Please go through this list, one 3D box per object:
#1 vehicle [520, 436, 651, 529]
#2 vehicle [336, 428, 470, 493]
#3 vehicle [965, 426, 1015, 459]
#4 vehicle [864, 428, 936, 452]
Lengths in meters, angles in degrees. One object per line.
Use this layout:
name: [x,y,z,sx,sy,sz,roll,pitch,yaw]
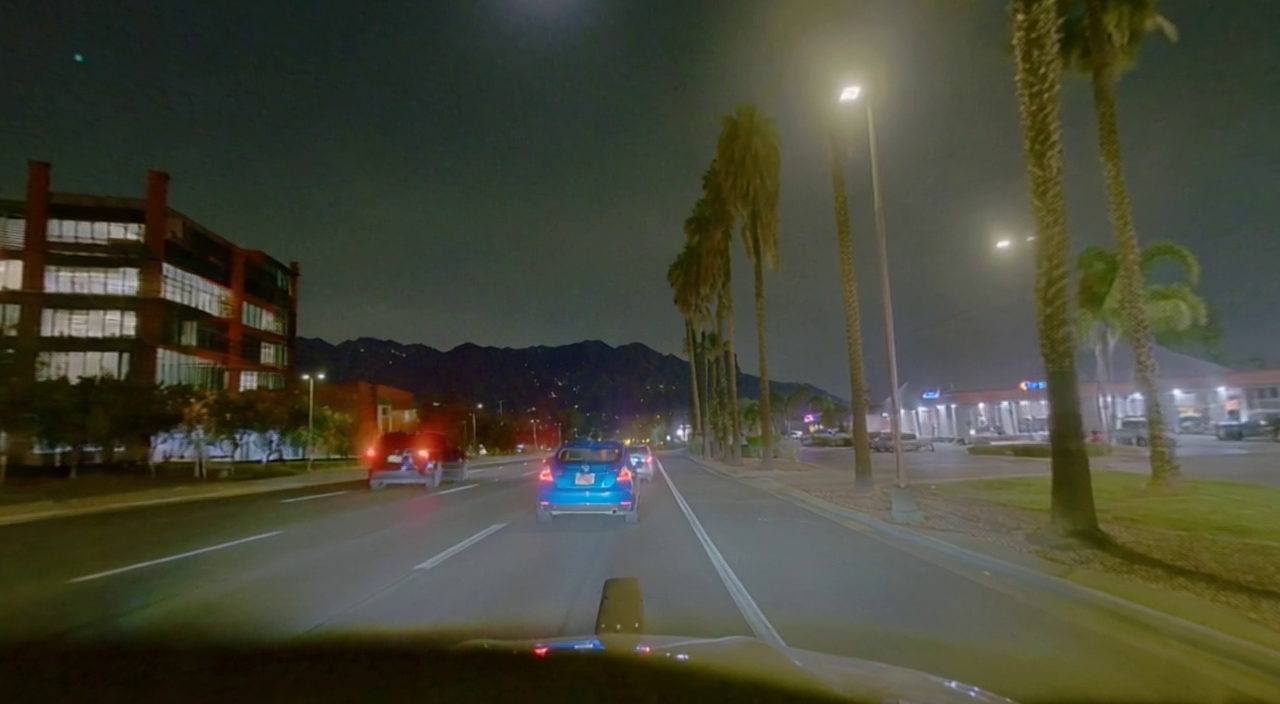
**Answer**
vehicle: [-0.960,2.360,12.047,2.067,1.459,3.886,0,-8,-3]
vehicle: [-7.707,3.598,21.334,2.400,1.900,5.325,0,-8,1]
vehicle: [17.348,4.503,31.336,1.961,1.526,4.640,-5,-10,29]
vehicle: [19.079,6.509,46.542,1.925,1.652,4.490,6,-10,-35]
